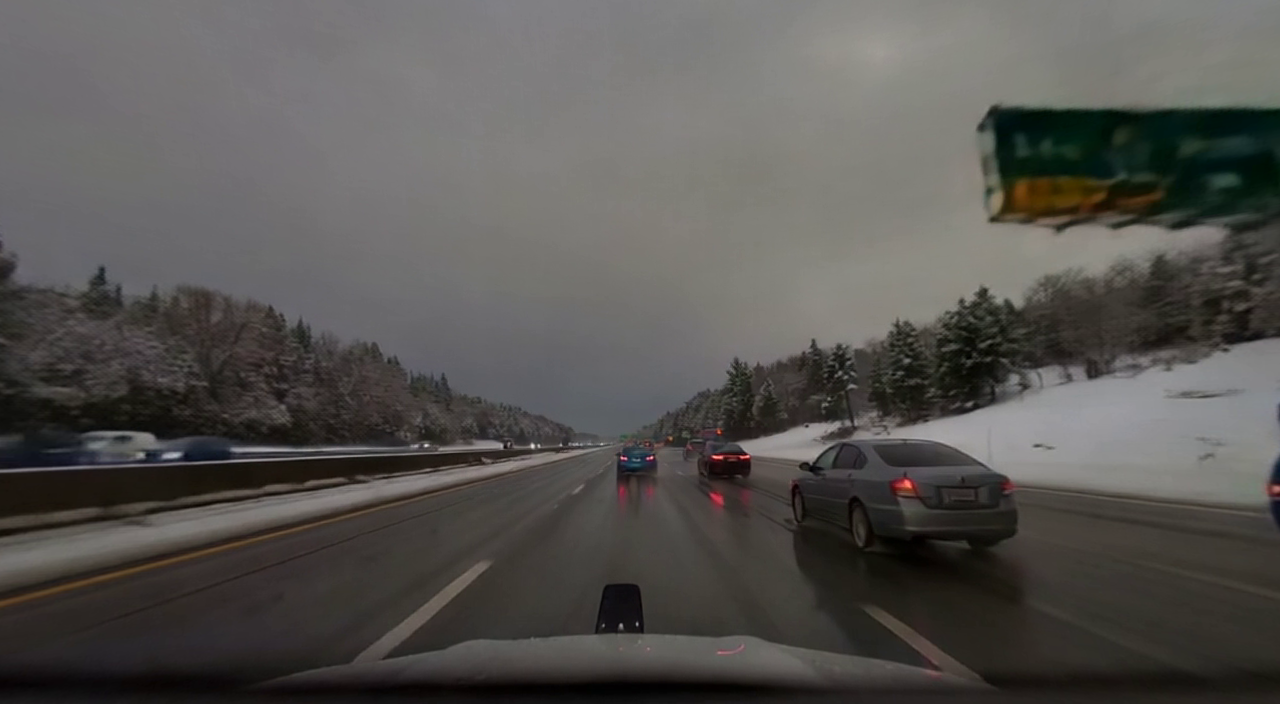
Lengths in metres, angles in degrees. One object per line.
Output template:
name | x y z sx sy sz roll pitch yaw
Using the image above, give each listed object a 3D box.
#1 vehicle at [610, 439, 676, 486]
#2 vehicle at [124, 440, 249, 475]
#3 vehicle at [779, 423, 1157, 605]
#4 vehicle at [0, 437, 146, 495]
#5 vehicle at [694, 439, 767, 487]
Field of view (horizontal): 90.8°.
vehicle | 0.058 3.796 21.979 2.098 1.475 3.997 0 -8 -1
vehicle | -20.842 4.864 29.339 2.353 1.481 4.725 1 -9 -1
vehicle | 3.286 1.712 7.738 1.993 1.504 4.781 0 -8 -1
vehicle | -17.414 3.290 18.621 1.935 1.491 4.689 0 -9 0
vehicle | 3.086 3.872 22.435 1.856 1.517 4.198 0 -9 -2
